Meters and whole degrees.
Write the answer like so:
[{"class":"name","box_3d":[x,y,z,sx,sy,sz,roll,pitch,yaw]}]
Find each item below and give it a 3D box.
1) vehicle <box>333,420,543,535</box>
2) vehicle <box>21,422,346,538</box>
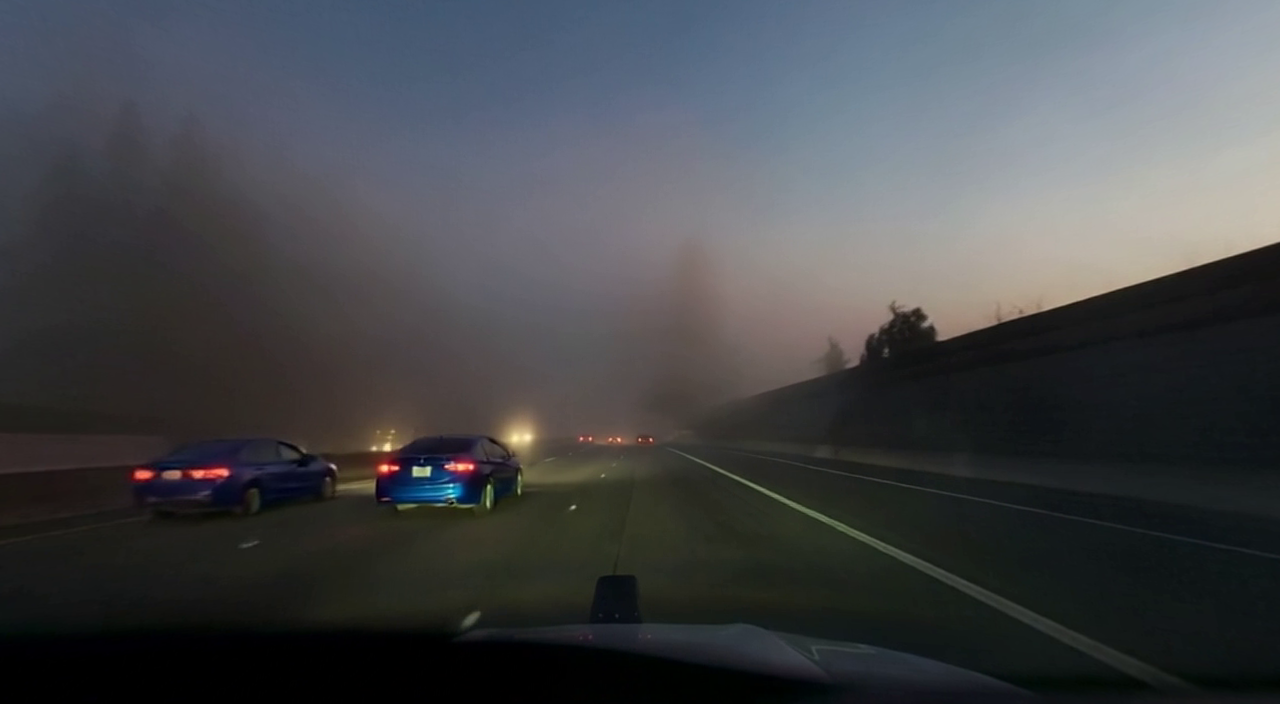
[{"class":"vehicle","box_3d":[-2.973,1.925,10.289,2.079,1.500,3.881,0,-8,1]},{"class":"vehicle","box_3d":[-7.000,1.968,10.452,2.084,1.494,4.404,0,-8,0]}]
